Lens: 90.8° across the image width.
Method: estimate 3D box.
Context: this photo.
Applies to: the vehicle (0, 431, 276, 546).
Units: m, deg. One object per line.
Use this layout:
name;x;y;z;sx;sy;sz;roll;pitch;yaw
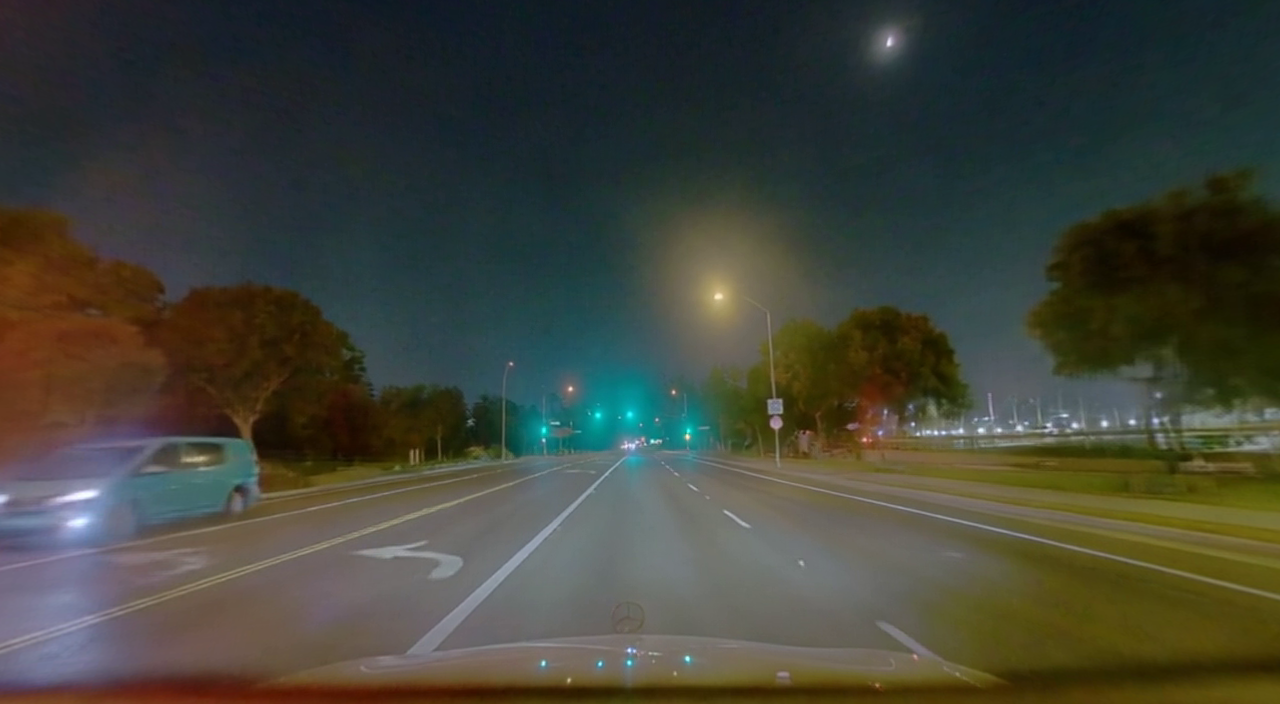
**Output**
vehicle;-9.205;2.408;11.911;2.066;1.709;4.509;0;-8;-2
